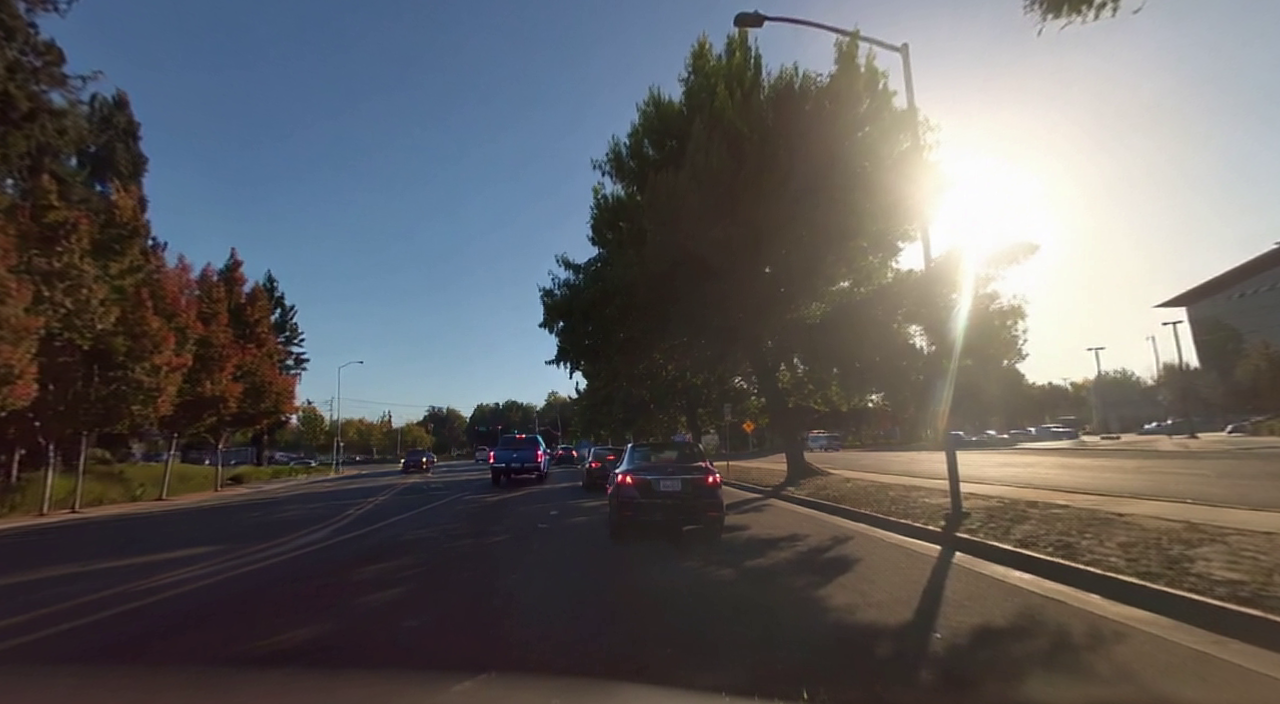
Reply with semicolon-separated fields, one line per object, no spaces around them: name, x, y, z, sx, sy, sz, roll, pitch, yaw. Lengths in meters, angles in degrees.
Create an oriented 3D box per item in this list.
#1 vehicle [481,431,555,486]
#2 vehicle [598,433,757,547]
vehicle;-4.864;4.350;26.054;2.512;1.992;5.725;1;-9;-6
vehicle;0.381;2.196;10.706;2.142;1.528;4.133;1;-9;-4
